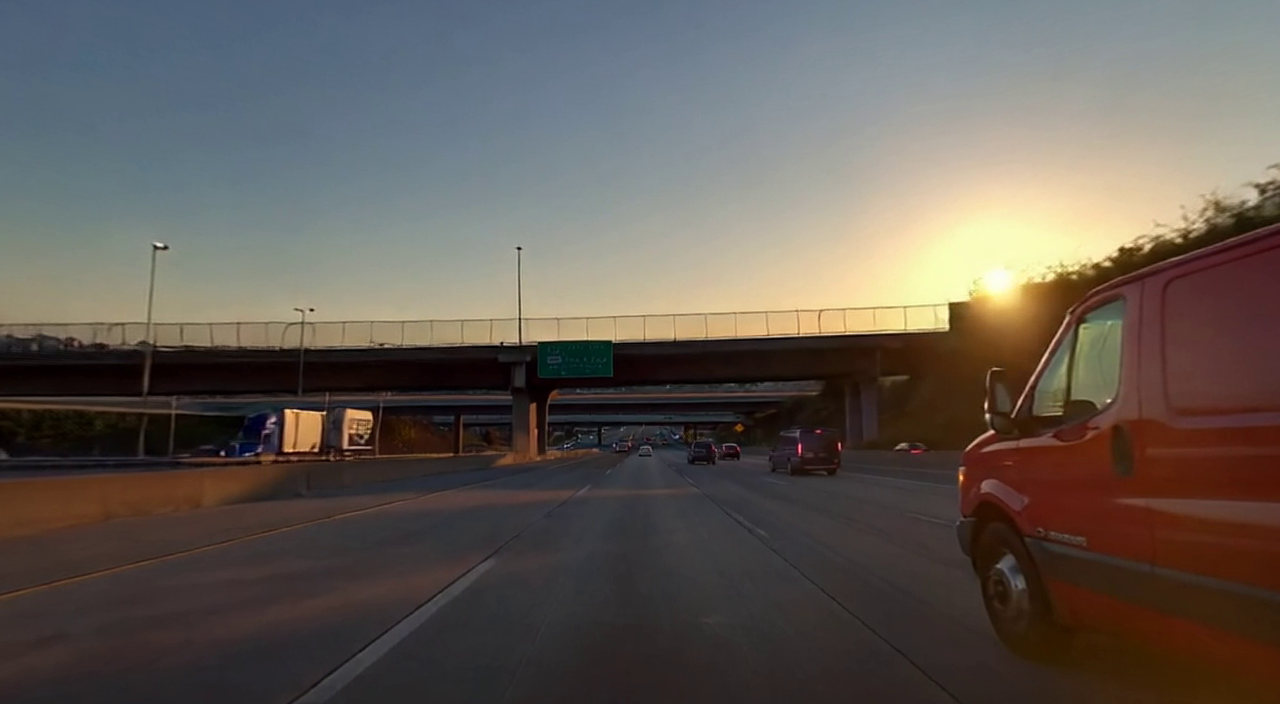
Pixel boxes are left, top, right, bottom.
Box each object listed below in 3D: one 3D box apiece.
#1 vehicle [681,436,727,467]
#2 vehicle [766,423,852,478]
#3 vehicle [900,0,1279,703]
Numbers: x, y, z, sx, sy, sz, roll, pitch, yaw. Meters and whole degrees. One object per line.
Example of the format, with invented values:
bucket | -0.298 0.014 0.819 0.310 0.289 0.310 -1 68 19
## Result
vehicle | 4.213 6.666 42.438 2.464 1.961 5.520 0 -8 -1
vehicle | 7.390 4.404 28.313 2.301 2.203 5.419 0 -8 0
vehicle | 3.210 0.131 1.140 2.436 2.745 7.034 0 -8 0
